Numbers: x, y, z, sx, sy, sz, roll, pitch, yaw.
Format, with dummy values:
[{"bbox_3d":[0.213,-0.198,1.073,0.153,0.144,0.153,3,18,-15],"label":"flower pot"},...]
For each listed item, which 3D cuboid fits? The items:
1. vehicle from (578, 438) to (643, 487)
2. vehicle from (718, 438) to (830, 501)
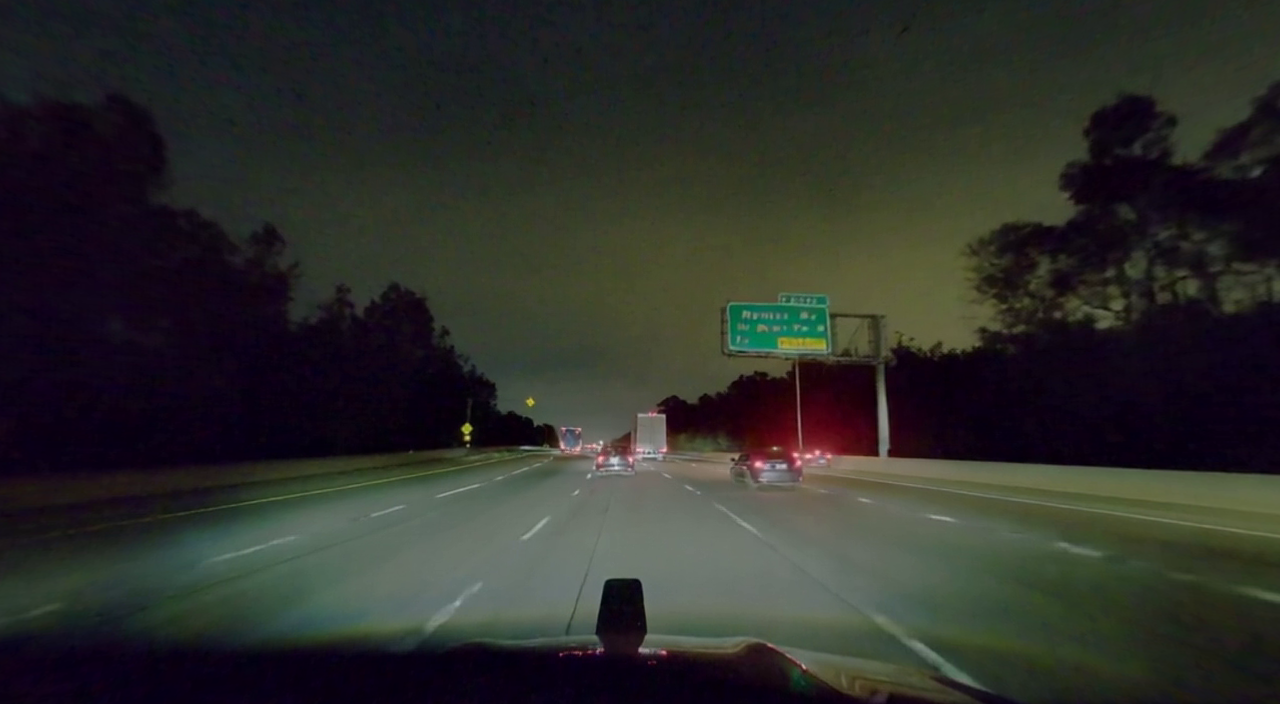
[{"bbox_3d":[-0.985,3.762,21.855,2.020,1.516,3.951,0,-9,-1],"label":"vehicle"},{"bbox_3d":[3.502,3.149,17.364,1.971,1.472,4.301,0,-9,-2],"label":"vehicle"}]
